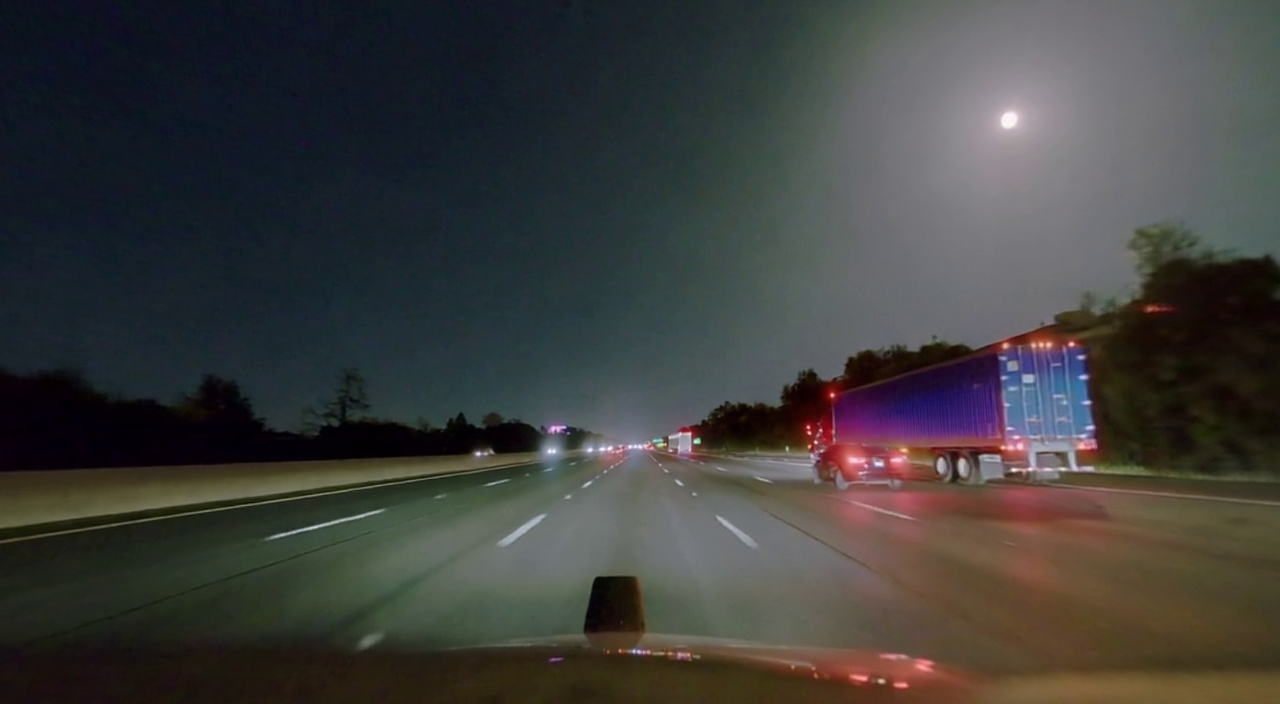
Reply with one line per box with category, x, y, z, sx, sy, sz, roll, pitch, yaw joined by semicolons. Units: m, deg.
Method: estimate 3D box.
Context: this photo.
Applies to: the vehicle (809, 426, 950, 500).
vehicle;6.456;3.050;17.679;2.096;1.767;4.601;0;-9;0
